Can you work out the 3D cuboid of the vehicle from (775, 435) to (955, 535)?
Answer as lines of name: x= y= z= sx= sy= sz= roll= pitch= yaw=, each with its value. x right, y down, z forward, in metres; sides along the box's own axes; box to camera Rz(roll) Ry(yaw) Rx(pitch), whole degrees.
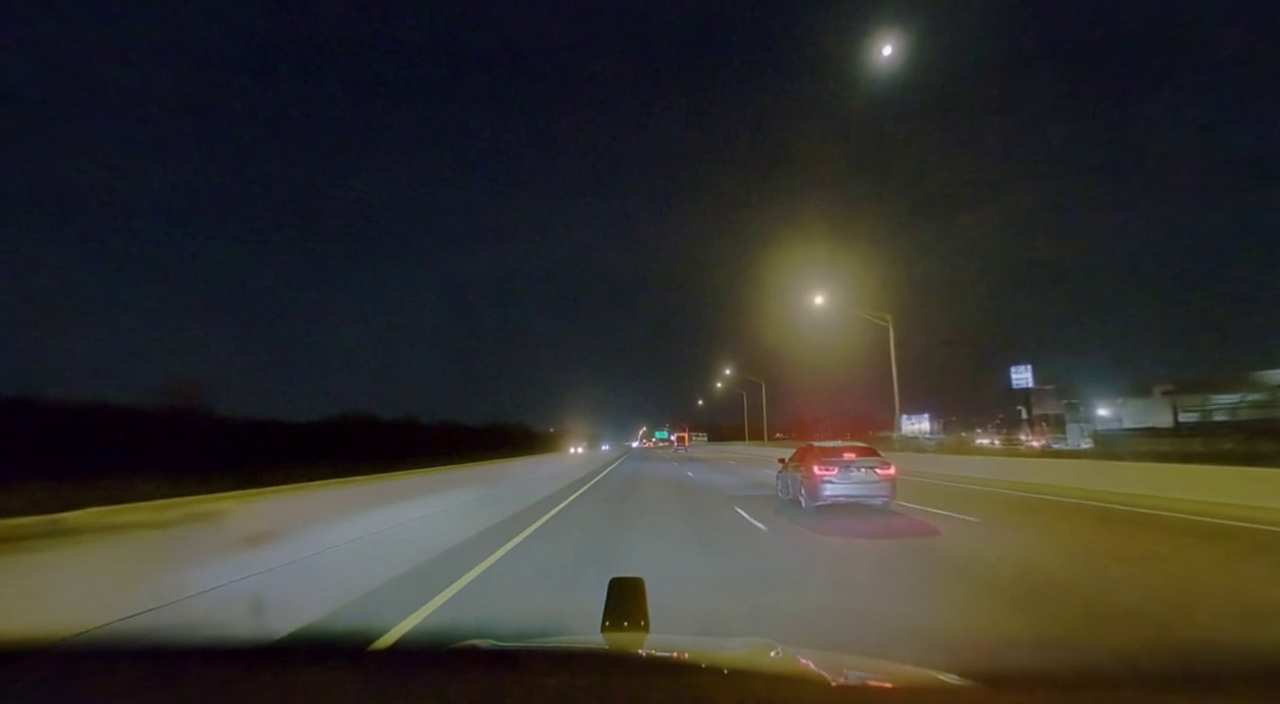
vehicle: x=3.655 y=2.191 z=11.015 sx=1.683 sy=1.400 sz=3.868 roll=0 pitch=-8 yaw=-1
